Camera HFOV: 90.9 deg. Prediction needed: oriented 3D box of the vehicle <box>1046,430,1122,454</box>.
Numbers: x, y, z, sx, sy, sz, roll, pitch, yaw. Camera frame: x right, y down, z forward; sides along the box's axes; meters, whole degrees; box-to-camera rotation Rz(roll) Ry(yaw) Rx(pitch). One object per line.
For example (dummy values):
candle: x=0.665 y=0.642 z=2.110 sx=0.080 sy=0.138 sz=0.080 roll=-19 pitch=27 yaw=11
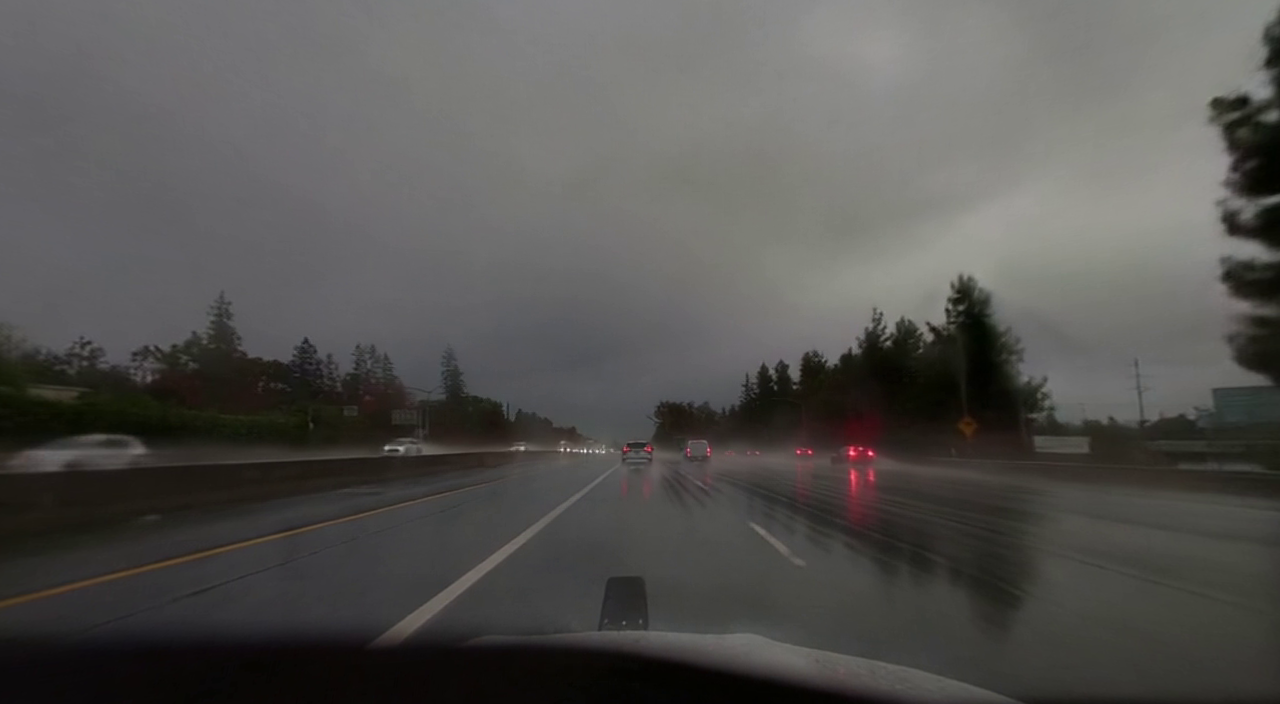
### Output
vehicle: x=34.846 y=7.105 z=49.572 sx=4.402 sy=1.637 sz=1.847 roll=2 pitch=-10 yaw=4

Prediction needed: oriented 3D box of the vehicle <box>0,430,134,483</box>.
vehicle: x=-21.941 y=3.867 z=23.600 sx=2.021 sy=1.772 sz=4.697 roll=0 pitch=-9 yaw=0

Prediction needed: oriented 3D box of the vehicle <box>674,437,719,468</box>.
vehicle: x=3.875 y=7.010 z=44.276 sx=2.505 sy=2.020 sz=5.532 roll=0 pitch=-9 yaw=-1

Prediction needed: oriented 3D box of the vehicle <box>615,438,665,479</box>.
vehicle: x=-0.039 y=4.784 z=28.658 sx=2.105 sy=1.711 sz=4.293 roll=0 pitch=-9 yaw=-1

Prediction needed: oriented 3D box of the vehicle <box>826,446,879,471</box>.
vehicle: x=13.411 y=6.720 z=40.071 sx=1.872 sy=1.459 sz=4.502 roll=0 pitch=-9 yaw=2
